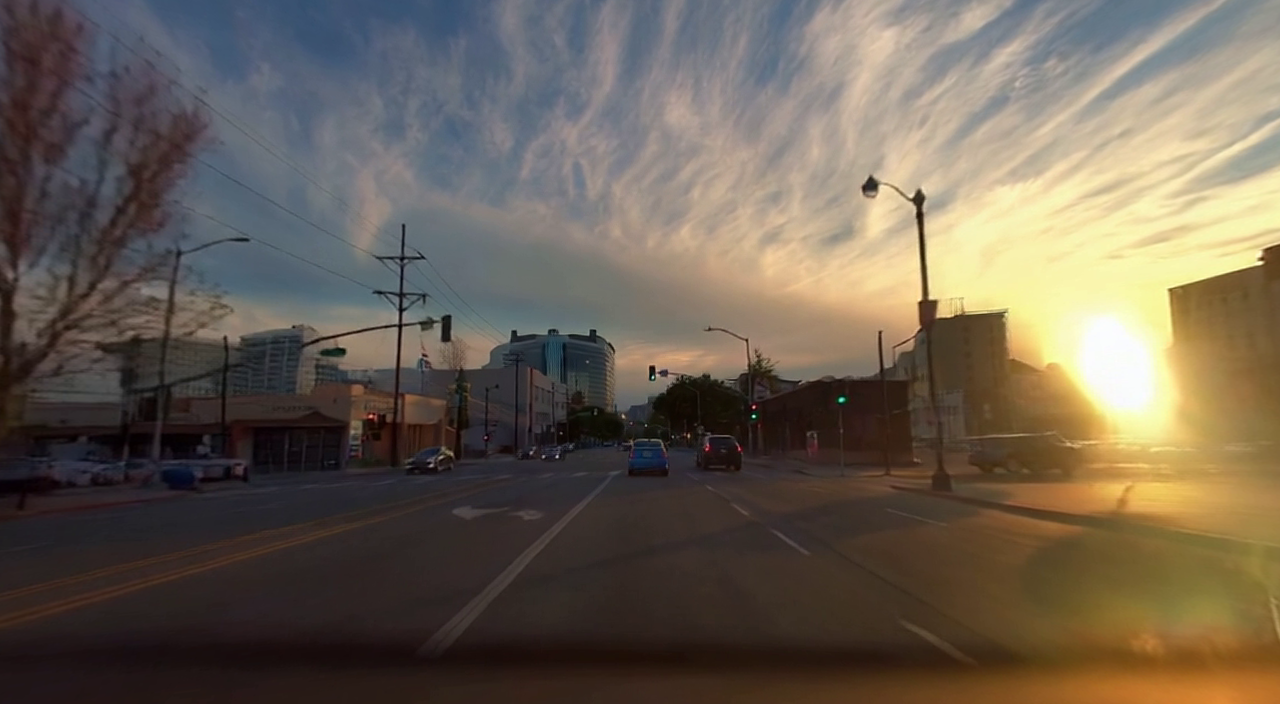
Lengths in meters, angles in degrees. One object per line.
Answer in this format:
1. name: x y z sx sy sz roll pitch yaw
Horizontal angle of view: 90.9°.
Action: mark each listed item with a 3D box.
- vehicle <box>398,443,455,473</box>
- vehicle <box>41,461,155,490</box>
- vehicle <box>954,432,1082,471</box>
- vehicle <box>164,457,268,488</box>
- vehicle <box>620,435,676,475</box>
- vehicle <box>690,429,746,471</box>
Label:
1. vehicle: -13.764 6.826 40.877 2.082 1.772 4.447 0 -8 1
2. vehicle: -30.294 6.917 35.311 4.452 1.517 2.095 0 -9 1
3. vehicle: 17.238 4.572 28.925 4.556 1.693 2.030 0 -8 -1
4. vehicle: -23.812 6.769 35.503 4.404 1.618 1.968 0 -9 1
5. vehicle: 0.299 4.472 27.446 2.245 1.587 4.094 0 -8 -1
6. vehicle: 3.853 4.994 32.192 2.159 1.938 4.836 0 -8 -1
